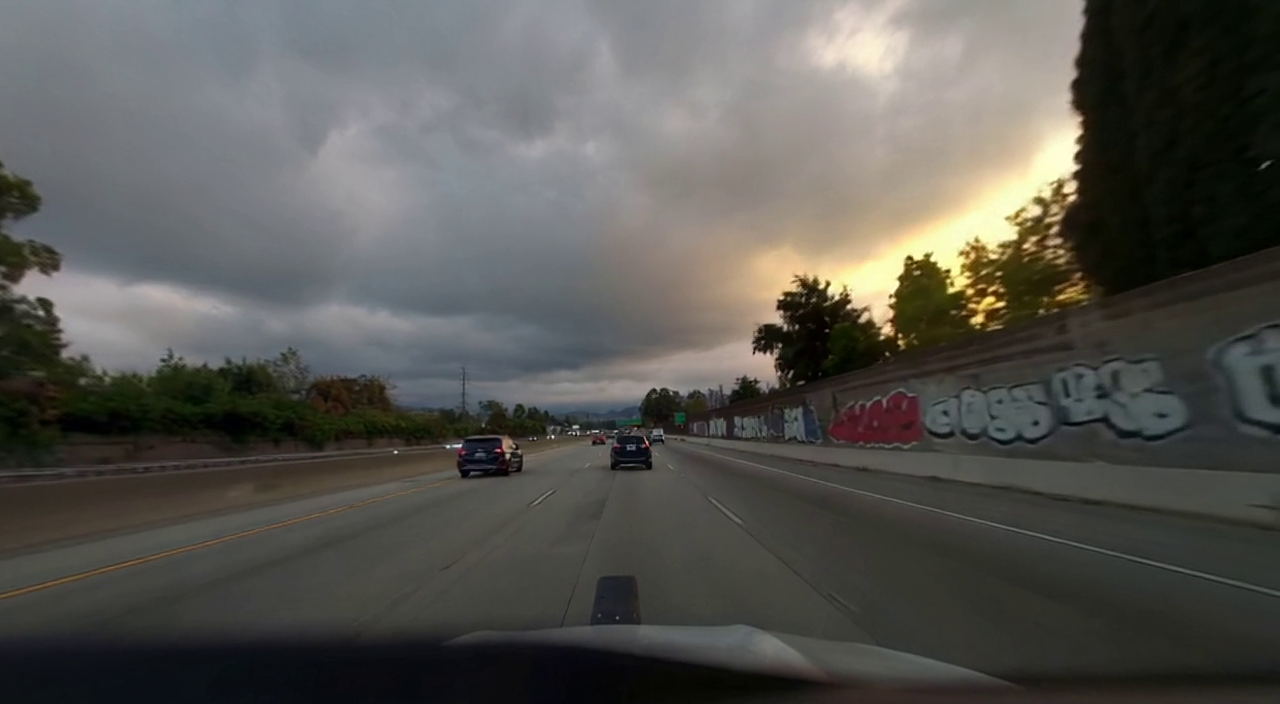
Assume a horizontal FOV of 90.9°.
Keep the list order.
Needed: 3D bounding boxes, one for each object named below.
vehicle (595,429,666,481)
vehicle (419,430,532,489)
[{"bbox_3d":[-0.330,3.218,20.007,2.044,1.477,3.693,0,-8,-2],"label":"vehicle"},{"bbox_3d":[-4.475,2.979,17.910,2.022,1.440,4.491,0,-8,0],"label":"vehicle"}]
